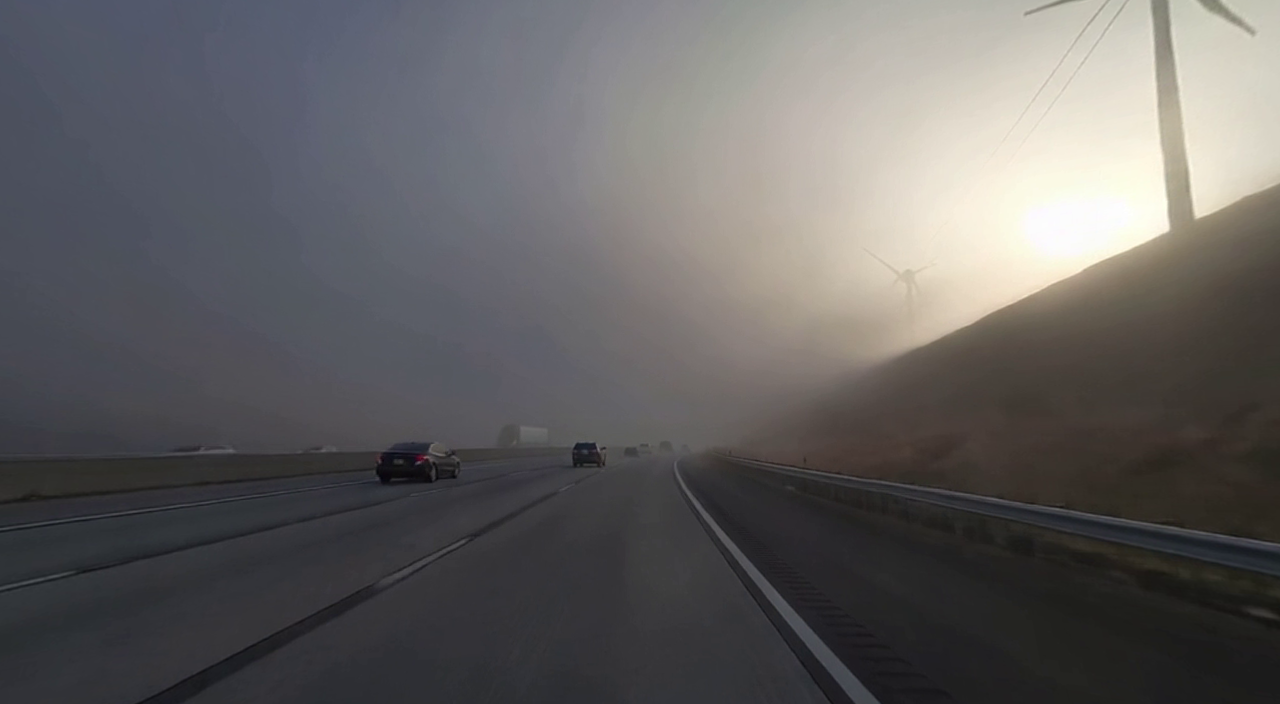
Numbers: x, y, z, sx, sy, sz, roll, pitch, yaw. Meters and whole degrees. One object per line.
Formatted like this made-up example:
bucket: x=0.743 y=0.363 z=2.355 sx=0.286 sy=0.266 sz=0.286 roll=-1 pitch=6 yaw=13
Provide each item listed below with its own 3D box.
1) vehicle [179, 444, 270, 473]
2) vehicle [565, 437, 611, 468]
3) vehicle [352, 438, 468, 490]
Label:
vehicle: x=-21.208 y=5.445 z=32.357 sx=1.993 sy=1.392 sz=3.767 roll=0 pitch=-9 yaw=2
vehicle: x=-3.051 y=6.015 z=37.865 sx=2.118 sy=1.702 sz=4.355 roll=0 pitch=-9 yaw=4
vehicle: x=-7.612 y=3.743 z=21.448 sx=2.015 sy=1.537 sz=4.728 roll=0 pitch=-9 yaw=2
